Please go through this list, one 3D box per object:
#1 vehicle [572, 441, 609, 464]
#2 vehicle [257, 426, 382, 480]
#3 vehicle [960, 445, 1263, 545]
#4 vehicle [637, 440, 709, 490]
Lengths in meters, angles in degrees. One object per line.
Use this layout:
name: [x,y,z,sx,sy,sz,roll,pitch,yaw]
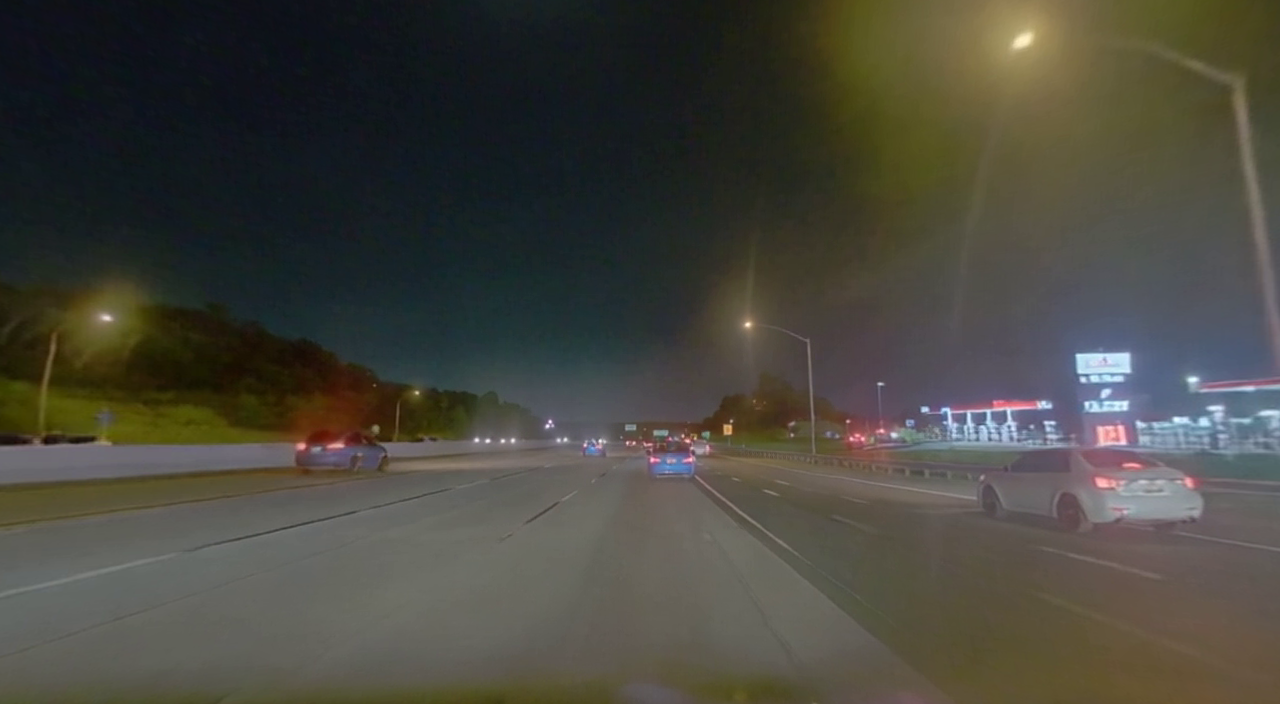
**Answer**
vehicle: [-3.368,6.917,43.734,2.047,1.497,4.208,0,-8,2]
vehicle: [-10.957,3.486,22.001,1.950,1.664,4.403,0,-8,1]
vehicle: [8.039,2.426,11.462,2.030,1.442,4.358,0,-8,-2]
vehicle: [0.957,3.619,20.566,2.113,1.464,4.073,0,-8,0]
